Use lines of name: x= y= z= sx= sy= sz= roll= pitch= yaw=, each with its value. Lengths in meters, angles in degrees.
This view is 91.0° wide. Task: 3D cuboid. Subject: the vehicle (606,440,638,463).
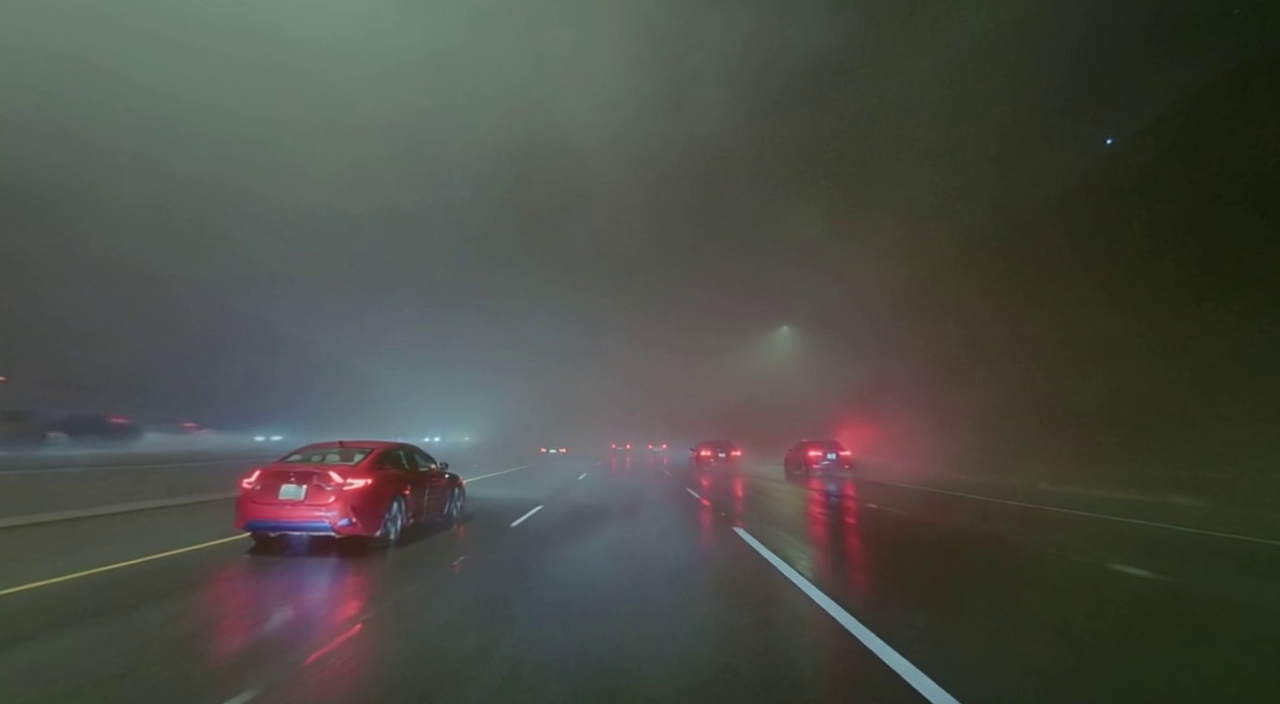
vehicle: x=-1.240 y=7.141 z=45.246 sx=2.147 sy=1.572 sz=4.094 roll=0 pitch=-9 yaw=0

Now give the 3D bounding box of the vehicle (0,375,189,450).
vehicle: x=-36.202 y=4.186 z=40.180 sx=2.975 sy=3.991 sz=16.880 roll=1 pitch=-9 yaw=-2

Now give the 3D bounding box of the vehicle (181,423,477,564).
vehicle: x=-3.963 y=1.867 z=9.056 sx=1.993 sy=1.500 sz=4.248 roll=0 pitch=-9 yaw=1

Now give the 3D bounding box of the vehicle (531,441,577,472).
vehicle: x=-4.345 y=5.336 z=32.322 sx=1.796 sy=1.464 sz=3.839 roll=0 pitch=-9 yaw=0

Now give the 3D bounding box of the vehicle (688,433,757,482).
vehicle: x=3.299 y=4.351 z=26.179 sx=2.222 sy=1.820 sz=4.733 roll=0 pitch=-9 yaw=0
